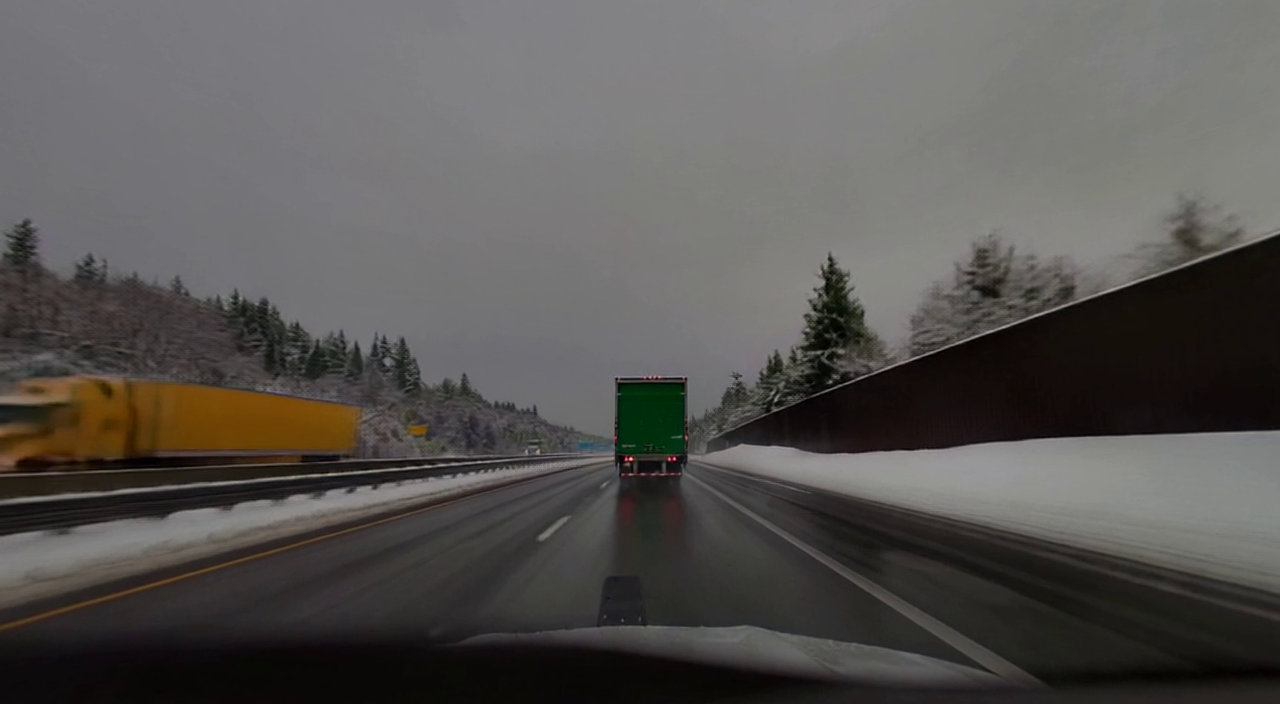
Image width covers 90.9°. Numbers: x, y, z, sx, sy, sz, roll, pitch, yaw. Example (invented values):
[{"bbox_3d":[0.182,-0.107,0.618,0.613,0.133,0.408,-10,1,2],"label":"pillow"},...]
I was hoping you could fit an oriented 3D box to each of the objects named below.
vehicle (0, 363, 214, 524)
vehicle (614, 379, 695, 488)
[{"bbox_3d":[-16.285,2.718,18.653,3.009,3.980,5.790,0,-9,1],"label":"vehicle"},{"bbox_3d":[0.432,3.753,28.125,2.900,3.955,10.151,0,-9,-1],"label":"vehicle"}]
